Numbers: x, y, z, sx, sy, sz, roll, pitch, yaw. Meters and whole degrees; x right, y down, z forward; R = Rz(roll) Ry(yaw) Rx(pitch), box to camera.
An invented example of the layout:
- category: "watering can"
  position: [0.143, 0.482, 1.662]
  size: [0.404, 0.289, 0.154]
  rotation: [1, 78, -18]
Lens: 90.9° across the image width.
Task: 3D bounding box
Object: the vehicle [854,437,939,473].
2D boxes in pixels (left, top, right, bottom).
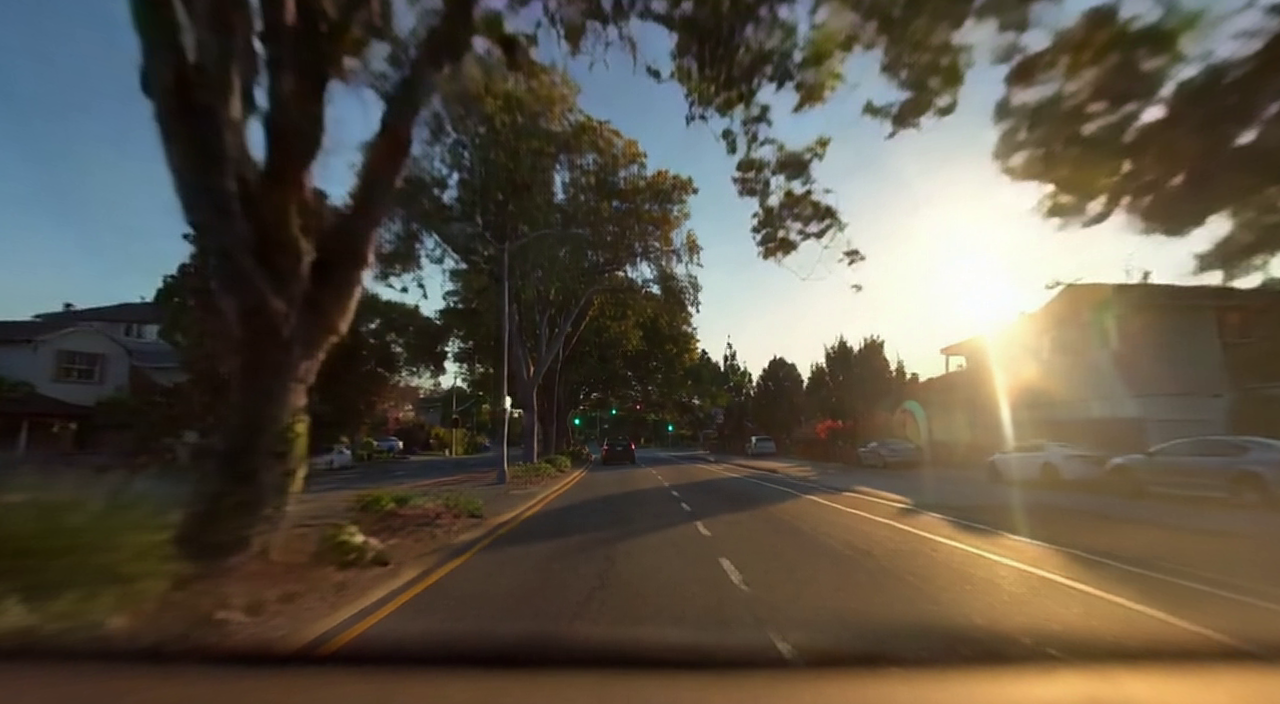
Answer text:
- category: "vehicle"
  position: [11.466, 4.618, 28.542]
  size: [1.839, 1.445, 4.484]
  rotation: [0, -8, -2]

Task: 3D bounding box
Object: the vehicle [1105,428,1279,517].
- category: "vehicle"
  position: [11.812, 2.294, 12.386]
  size: [1.791, 1.503, 4.560]
  rotation: [0, -8, -1]

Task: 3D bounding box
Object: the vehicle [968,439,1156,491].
- category: "vehicle"
  position: [11.533, 3.099, 17.762]
  size: [2.015, 1.231, 4.748]
  rotation: [0, -8, -1]

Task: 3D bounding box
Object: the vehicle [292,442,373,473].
- category: "vehicle"
  position: [-15.572, 5.346, 32.236]
  size: [2.070, 1.469, 4.524]
  rotation: [0, -8, -3]

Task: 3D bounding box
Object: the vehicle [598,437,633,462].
- category: "vehicle"
  position: [-1.595, 6.148, 39.769]
  size: [2.113, 1.462, 4.203]
  rotation: [0, -8, -4]
